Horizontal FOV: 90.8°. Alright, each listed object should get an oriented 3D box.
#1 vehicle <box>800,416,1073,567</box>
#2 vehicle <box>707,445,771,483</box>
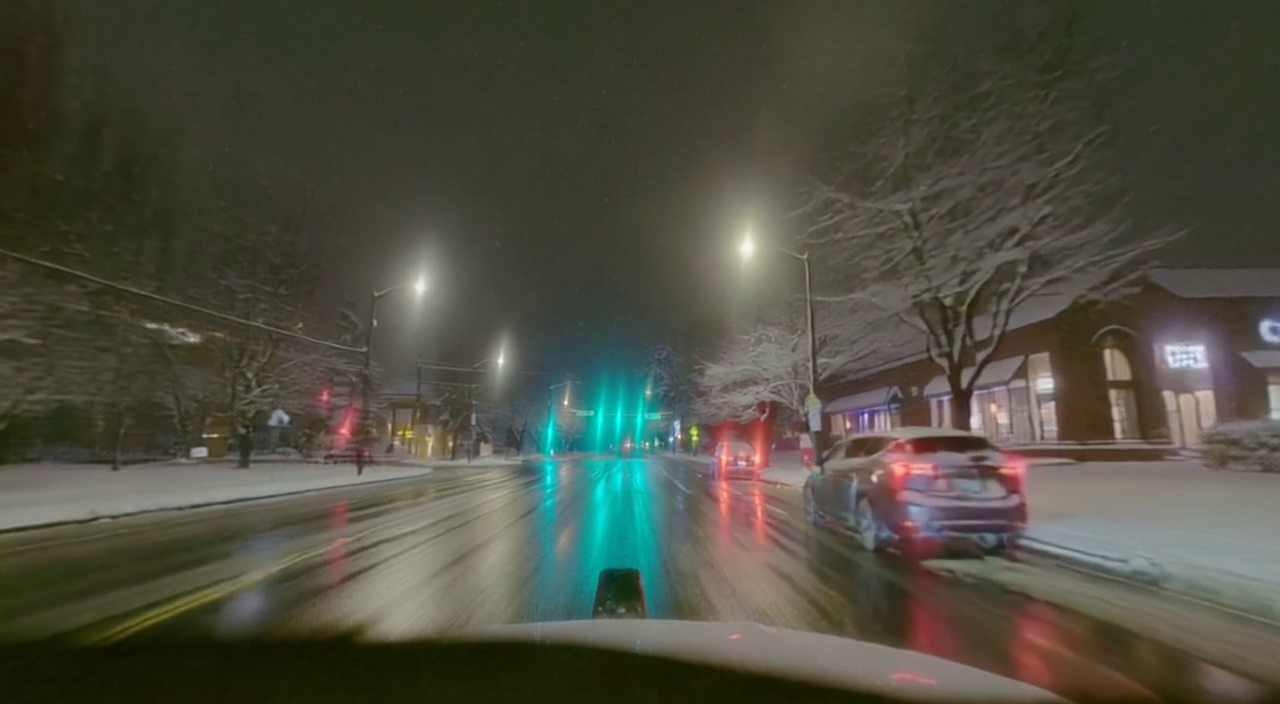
[{"bbox_3d":[4.066,1.972,9.714,1.957,1.753,4.413,0,-8,-1],"label":"vehicle"},{"bbox_3d":[4.157,4.774,27.245,1.856,1.462,4.501,1,-8,-2],"label":"vehicle"}]
